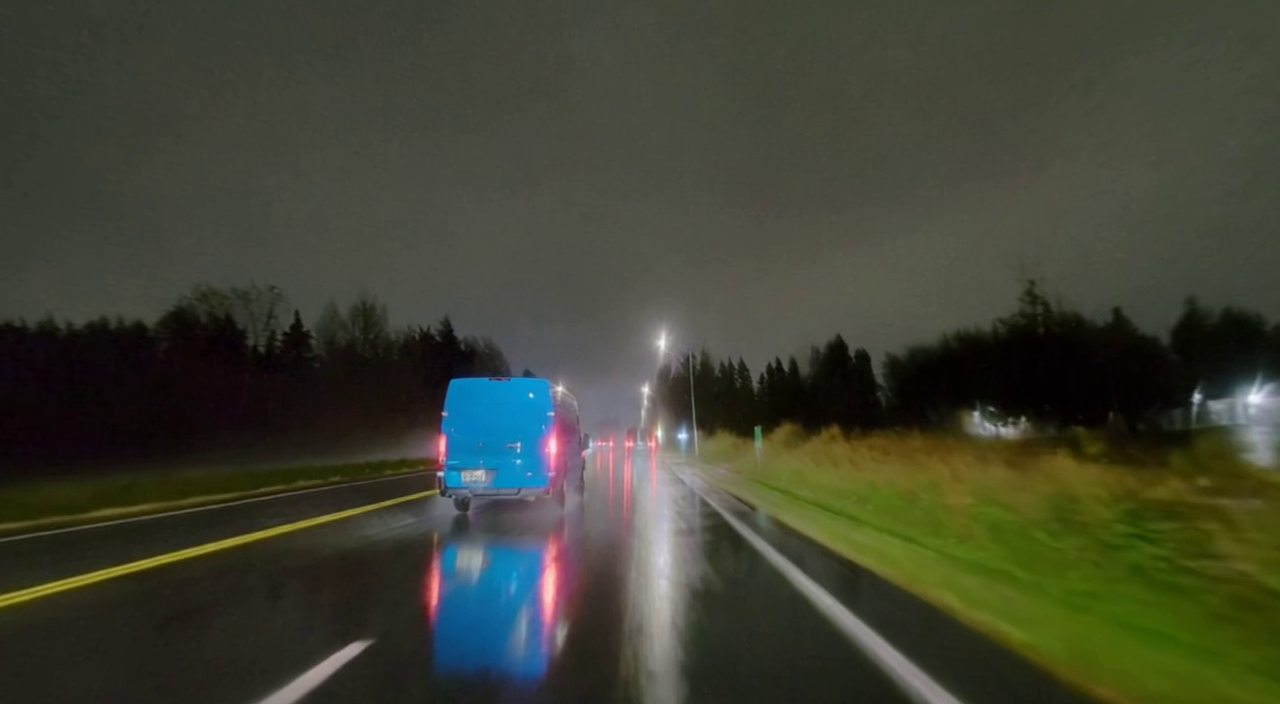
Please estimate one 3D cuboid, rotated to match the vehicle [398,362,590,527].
[{"bbox_3d":[-2.573,1.911,13.182,2.497,2.628,6.016,0,-8,1],"label":"vehicle"}]
